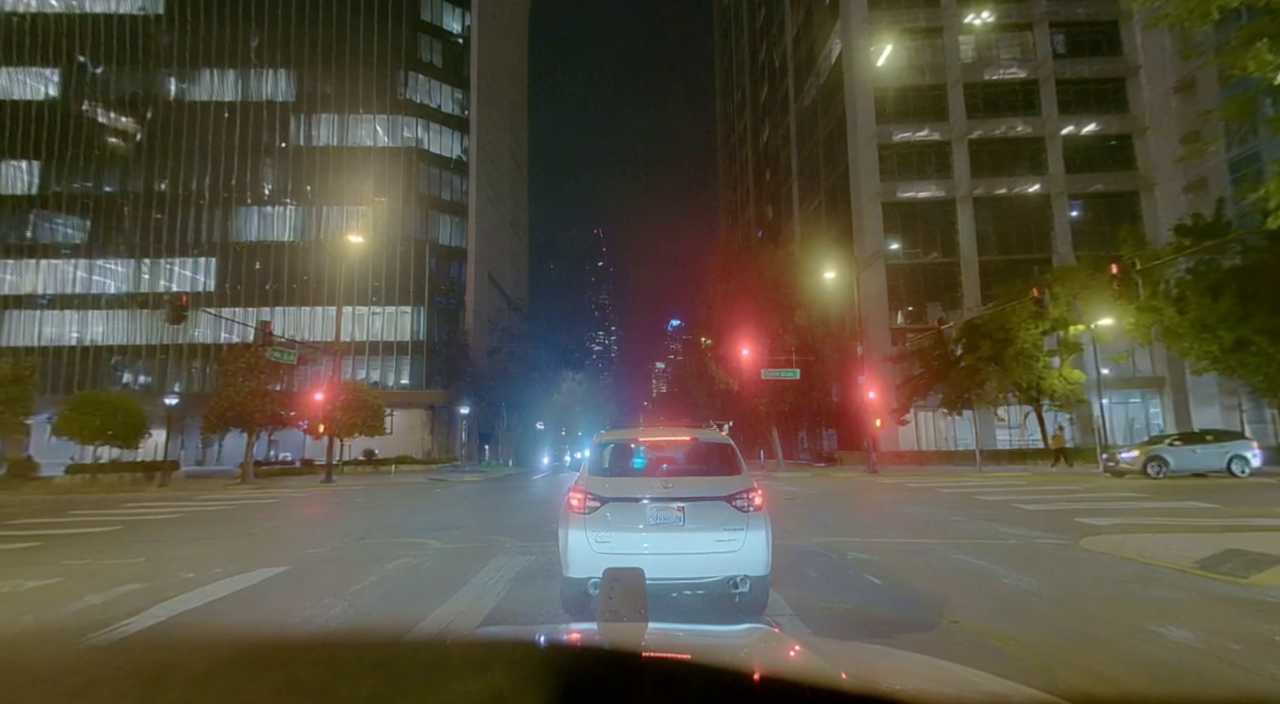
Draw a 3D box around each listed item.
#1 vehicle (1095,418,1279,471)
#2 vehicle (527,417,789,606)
[{"bbox_3d":[19.154,3.258,22.214,4.675,1.772,1.945,0,-8,0],"label":"vehicle"},{"bbox_3d":[-0.145,1.643,7.490,1.893,1.532,4.145,2,-9,-16],"label":"vehicle"}]
